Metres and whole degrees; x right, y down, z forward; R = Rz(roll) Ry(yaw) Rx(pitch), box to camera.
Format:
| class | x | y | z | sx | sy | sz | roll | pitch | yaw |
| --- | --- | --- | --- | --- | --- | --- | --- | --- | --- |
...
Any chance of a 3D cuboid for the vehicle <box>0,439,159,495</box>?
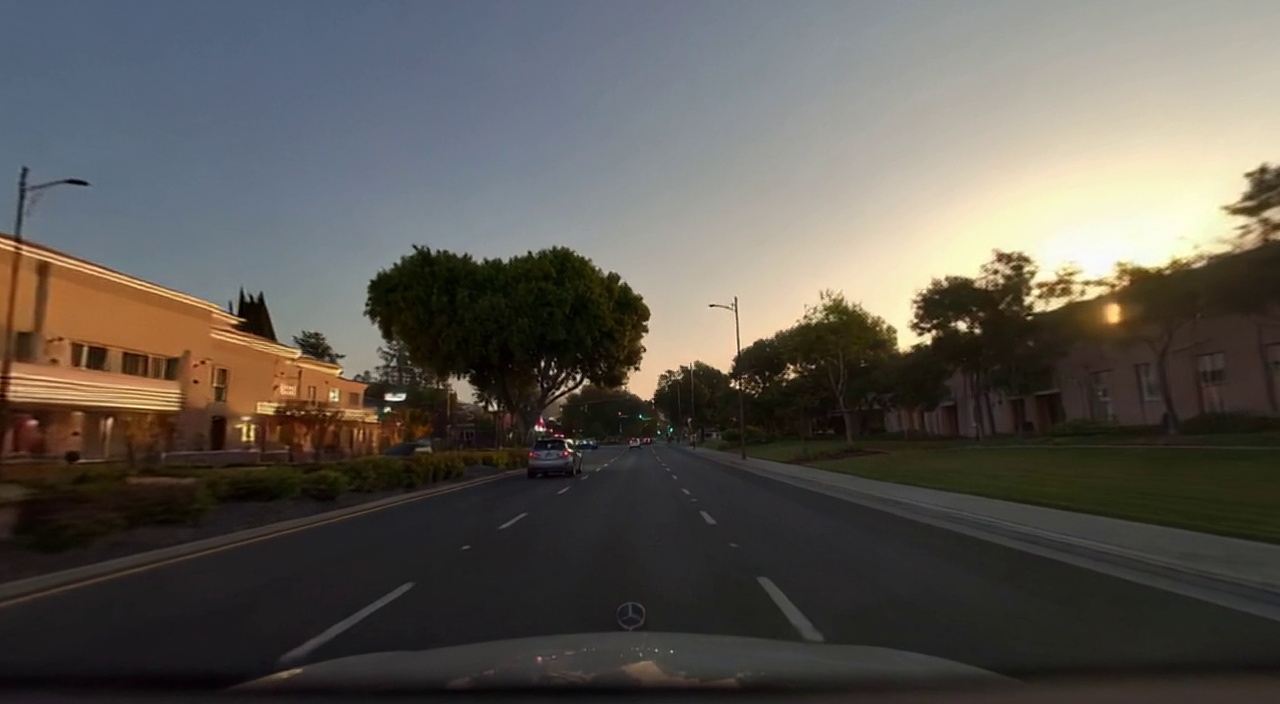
| class | x | y | z | sx | sy | sz | roll | pitch | yaw |
| --- | --- | --- | --- | --- | --- | --- | --- | --- | --- |
| vehicle | -22.455 | 4.511 | 24.798 | 2.452 | 1.859 | 5.964 | -3 | -9 | -1 |

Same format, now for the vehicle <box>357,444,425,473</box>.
| class | x | y | z | sx | sy | sz | roll | pitch | yaw |
| --- | --- | --- | --- | --- | --- | --- | --- | --- | --- |
| vehicle | -14.264 | 6.120 | 36.453 | 2.075 | 1.526 | 4.403 | 0 | -9 | 1 |

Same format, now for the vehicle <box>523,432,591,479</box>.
| class | x | y | z | sx | sy | sz | roll | pitch | yaw |
| --- | --- | --- | --- | --- | --- | --- | --- | --- | --- |
| vehicle | -3.237 | 4.161 | 25.576 | 2.062 | 1.693 | 4.669 | 0 | -9 | 1 |
